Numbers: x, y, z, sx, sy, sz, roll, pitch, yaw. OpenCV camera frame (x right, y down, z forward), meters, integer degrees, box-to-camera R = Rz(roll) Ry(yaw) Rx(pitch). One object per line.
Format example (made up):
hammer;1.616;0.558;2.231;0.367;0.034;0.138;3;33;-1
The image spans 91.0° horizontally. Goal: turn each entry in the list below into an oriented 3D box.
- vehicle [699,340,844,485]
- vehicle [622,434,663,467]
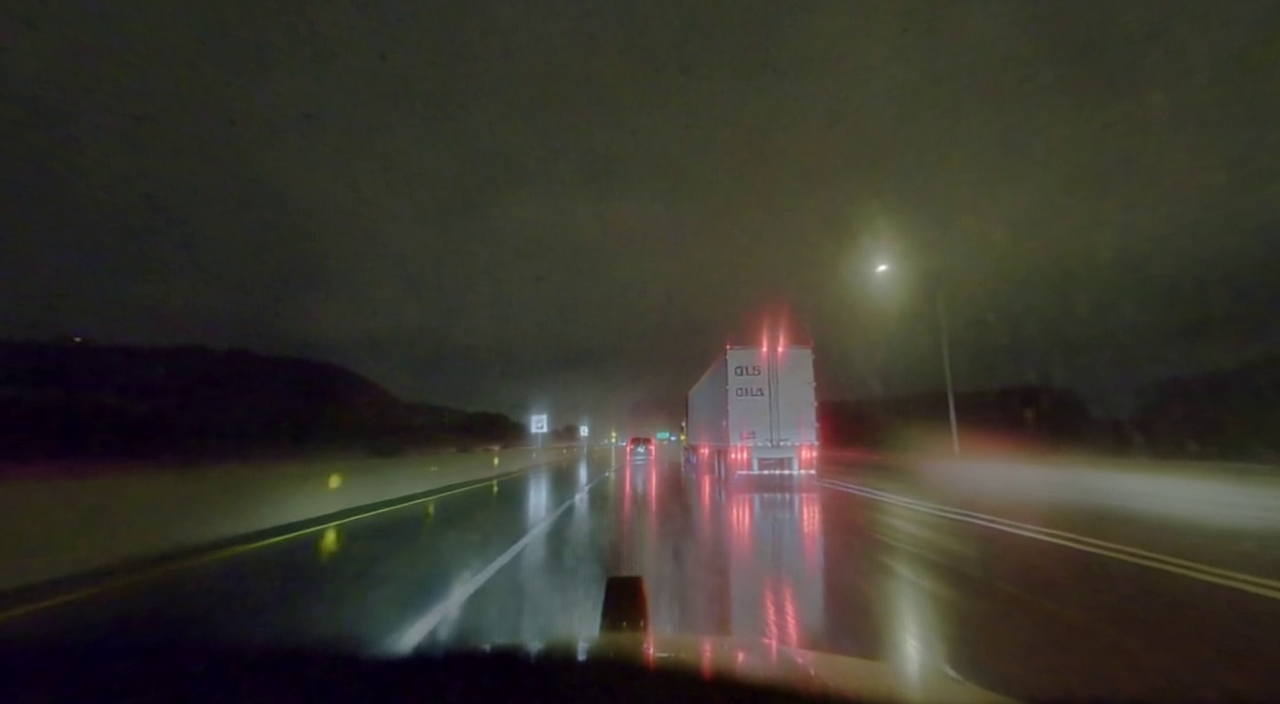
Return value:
vehicle;4.180;2.417;22.977;3.014;4.068;10.359;0;-8;0
vehicle;0.119;5.264;33.835;2.050;1.654;4.192;0;-8;0
